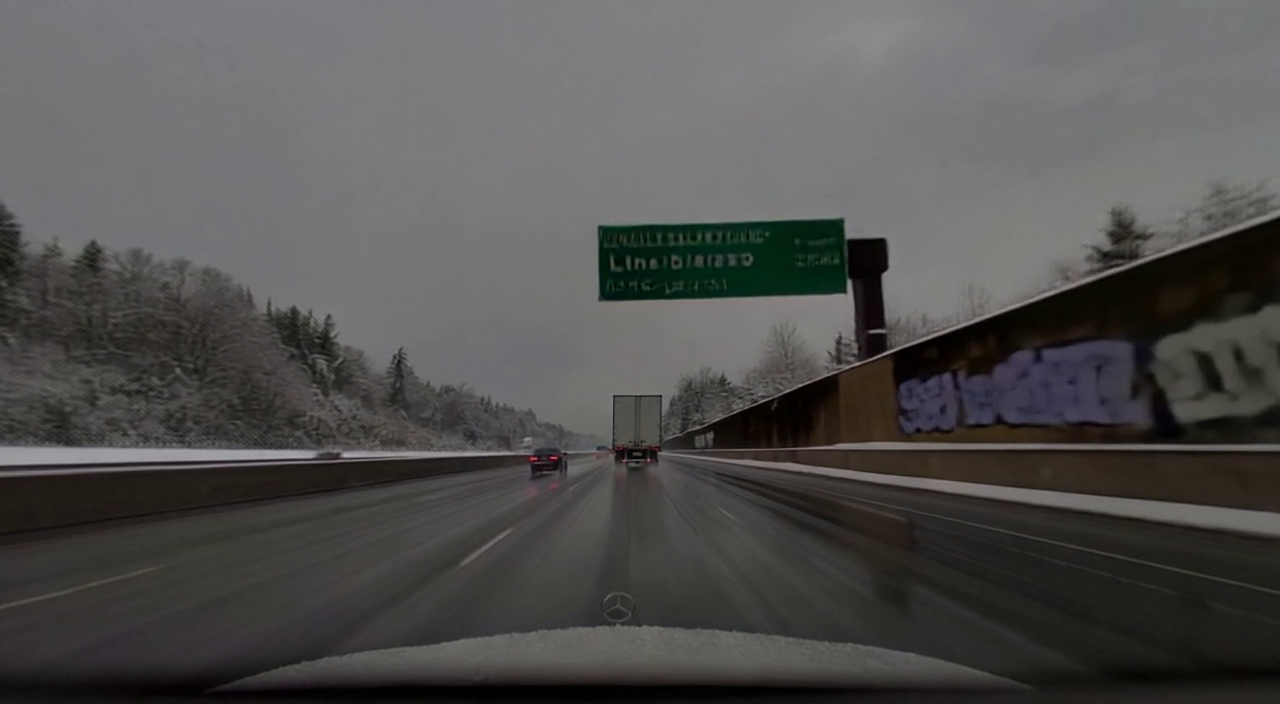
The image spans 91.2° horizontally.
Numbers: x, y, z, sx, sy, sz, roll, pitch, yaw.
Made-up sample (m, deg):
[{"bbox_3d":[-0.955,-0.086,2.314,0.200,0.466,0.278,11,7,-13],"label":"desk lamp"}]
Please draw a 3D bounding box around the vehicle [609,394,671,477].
[{"bbox_3d":[-0.075,4.929,36.139,3.042,4.023,10.832,0,-9,-1],"label":"vehicle"}]

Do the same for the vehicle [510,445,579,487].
[{"bbox_3d":[-3.746,4.544,25.271,2.158,1.538,4.047,0,-9,0],"label":"vehicle"}]
